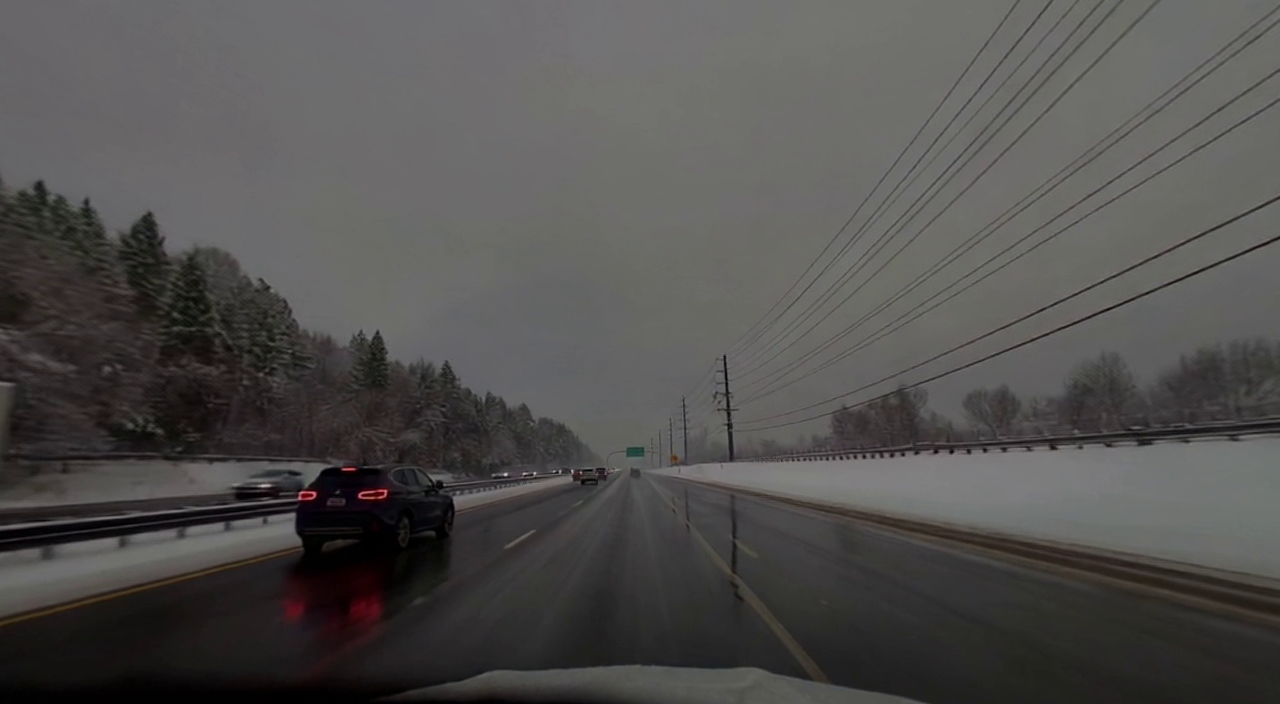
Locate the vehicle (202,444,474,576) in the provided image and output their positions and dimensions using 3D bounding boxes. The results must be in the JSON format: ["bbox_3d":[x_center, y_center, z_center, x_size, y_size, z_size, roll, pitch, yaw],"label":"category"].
[{"bbox_3d":[-4.110,2.250,9.569,1.963,1.501,4.227,1,-10,1],"label":"vehicle"}]

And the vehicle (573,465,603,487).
[{"bbox_3d":[-3.697,8.944,45.576,1.884,1.486,3.934,1,-11,-1],"label":"vehicle"}]
